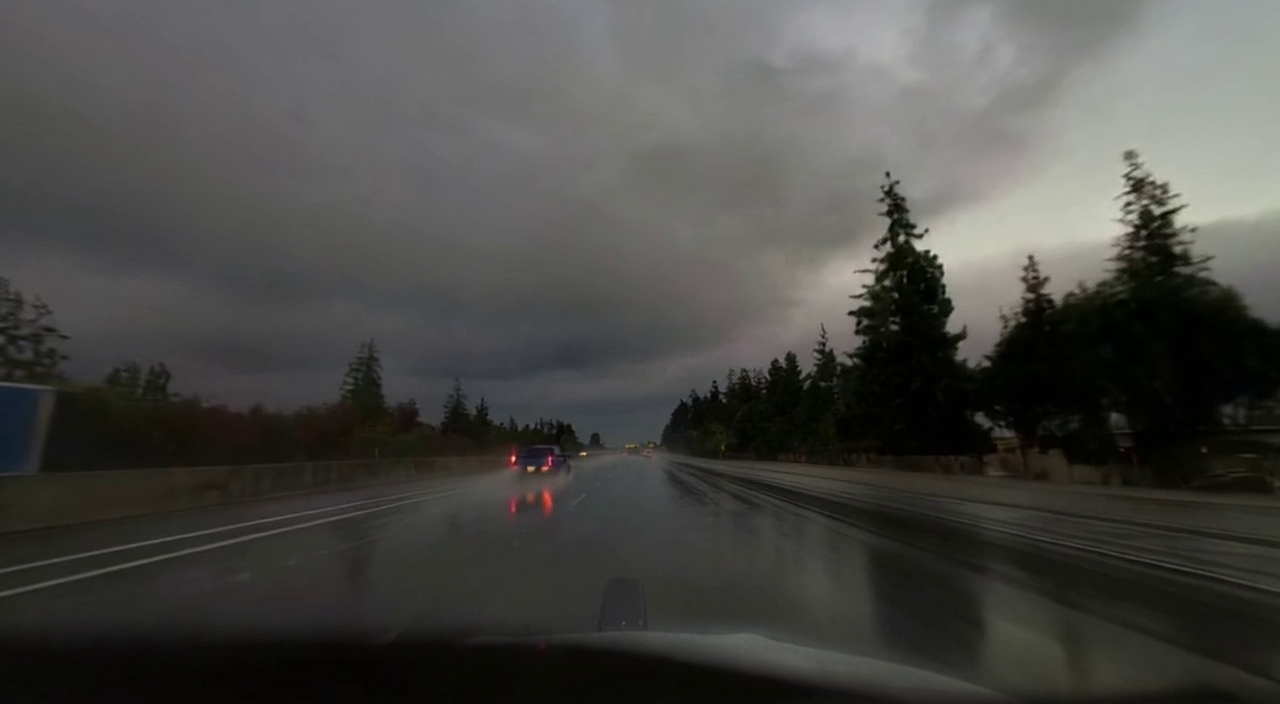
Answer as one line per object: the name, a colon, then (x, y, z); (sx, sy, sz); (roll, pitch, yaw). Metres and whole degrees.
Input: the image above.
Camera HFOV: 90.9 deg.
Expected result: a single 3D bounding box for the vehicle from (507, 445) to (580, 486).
vehicle: (-3.911, 4.724, 26.576); (2.128, 1.521, 5.409); (0, -9, 1)
